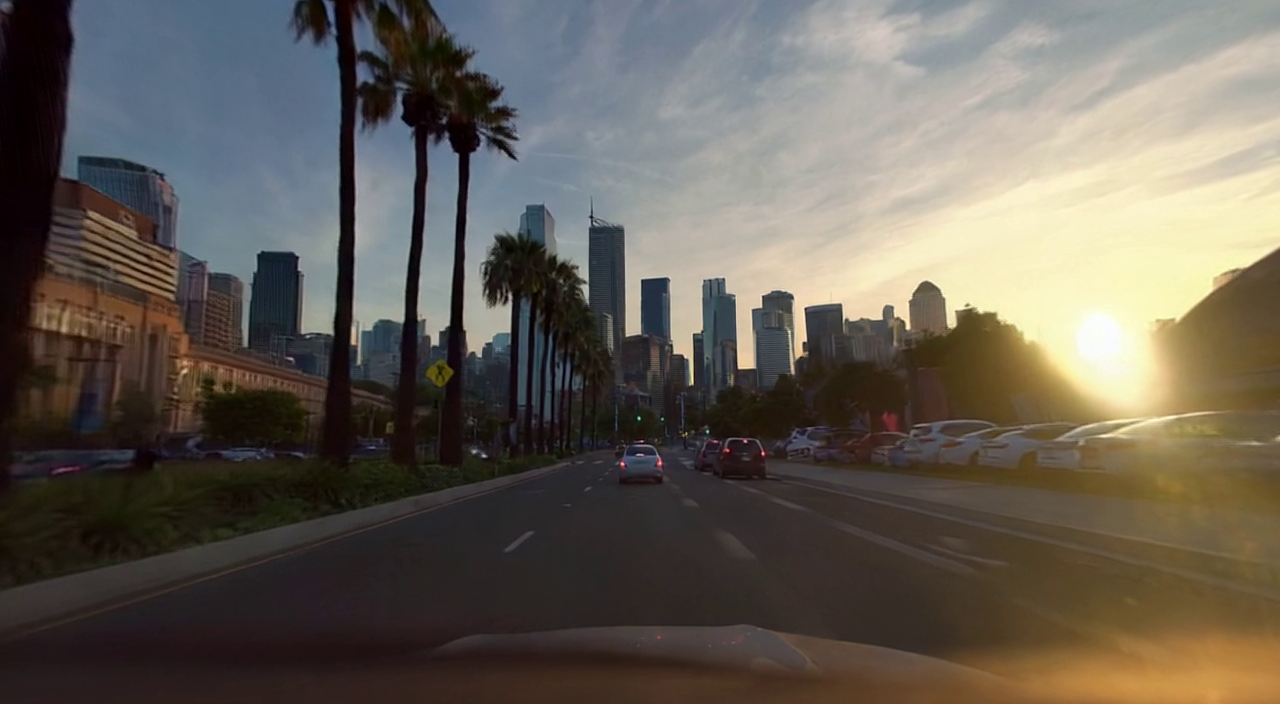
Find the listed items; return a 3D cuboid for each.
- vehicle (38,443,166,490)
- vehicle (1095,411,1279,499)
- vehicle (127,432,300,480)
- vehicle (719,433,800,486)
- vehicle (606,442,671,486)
[{"bbox_3d":[-26.432,5.646,31.230,2.277,2.133,4.869,1,-10,-6],"label":"vehicle"},{"bbox_3d":[12.690,2.140,13.200,4.556,1.657,2.242,0,-8,-3],"label":"vehicle"},{"bbox_3d":[-30.636,7.571,46.553,3.081,3.048,13.223,0,-8,3],"label":"vehicle"},{"bbox_3d":[4.380,4.033,23.998,2.136,1.774,4.778,0,-8,0],"label":"vehicle"},{"bbox_3d":[-0.050,4.158,23.748,2.235,1.528,3.876,0,-8,0],"label":"vehicle"}]
